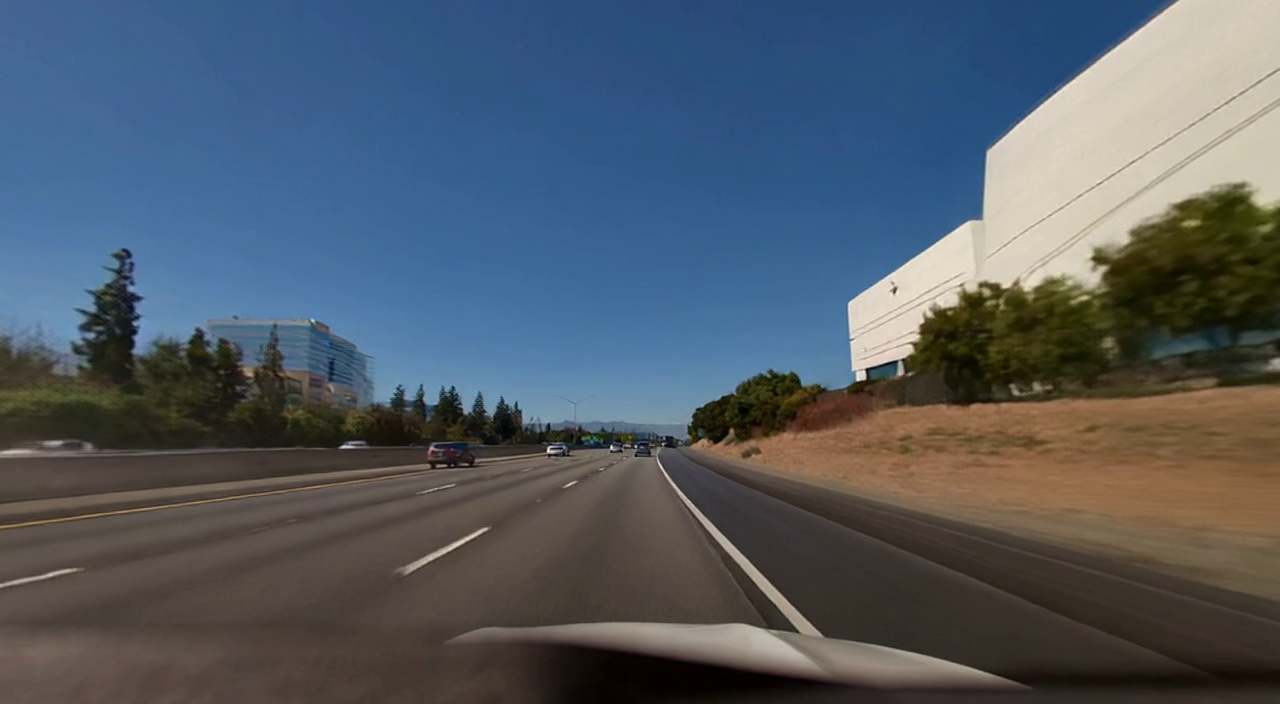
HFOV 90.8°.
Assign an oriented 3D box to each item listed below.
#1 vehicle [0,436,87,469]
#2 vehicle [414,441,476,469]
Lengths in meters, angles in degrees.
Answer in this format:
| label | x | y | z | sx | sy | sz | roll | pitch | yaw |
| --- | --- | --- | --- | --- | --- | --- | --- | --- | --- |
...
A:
| label | x | y | z | sx | sy | sz | roll | pitch | yaw |
| --- | --- | --- | --- | --- | --- | --- | --- | --- | --- |
| vehicle | -30.908 | 5.064 | 31.986 | 1.799 | 1.549 | 4.250 | 0 | -8 | 2 |
| vehicle | -10.669 | 5.645 | 34.948 | 1.914 | 1.440 | 4.467 | 0 | -8 | 1 |
